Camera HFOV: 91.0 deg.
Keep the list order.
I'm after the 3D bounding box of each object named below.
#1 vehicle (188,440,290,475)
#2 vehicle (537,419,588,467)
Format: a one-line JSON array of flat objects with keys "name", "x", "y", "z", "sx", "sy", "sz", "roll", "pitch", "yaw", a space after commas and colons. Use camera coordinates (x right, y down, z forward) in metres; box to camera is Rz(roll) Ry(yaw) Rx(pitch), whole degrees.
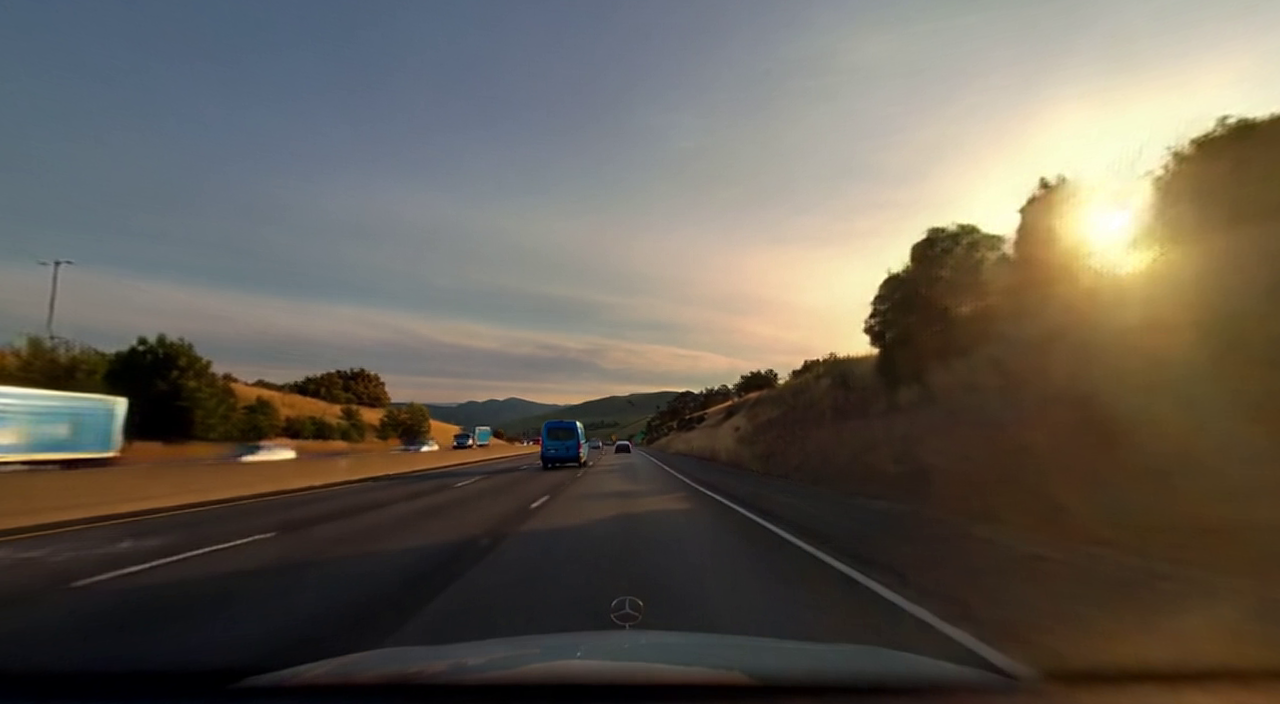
[{"name": "vehicle", "x": -20.066, "y": 5.279, "z": 31.747, "sx": 1.945, "sy": 1.597, "sz": 4.953, "roll": 0, "pitch": -8, "yaw": -1}, {"name": "vehicle", "x": -4.272, "y": 5.190, "z": 35.789, "sx": 2.329, "sy": 2.483, "sz": 5.428, "roll": 0, "pitch": -8, "yaw": -1}]
